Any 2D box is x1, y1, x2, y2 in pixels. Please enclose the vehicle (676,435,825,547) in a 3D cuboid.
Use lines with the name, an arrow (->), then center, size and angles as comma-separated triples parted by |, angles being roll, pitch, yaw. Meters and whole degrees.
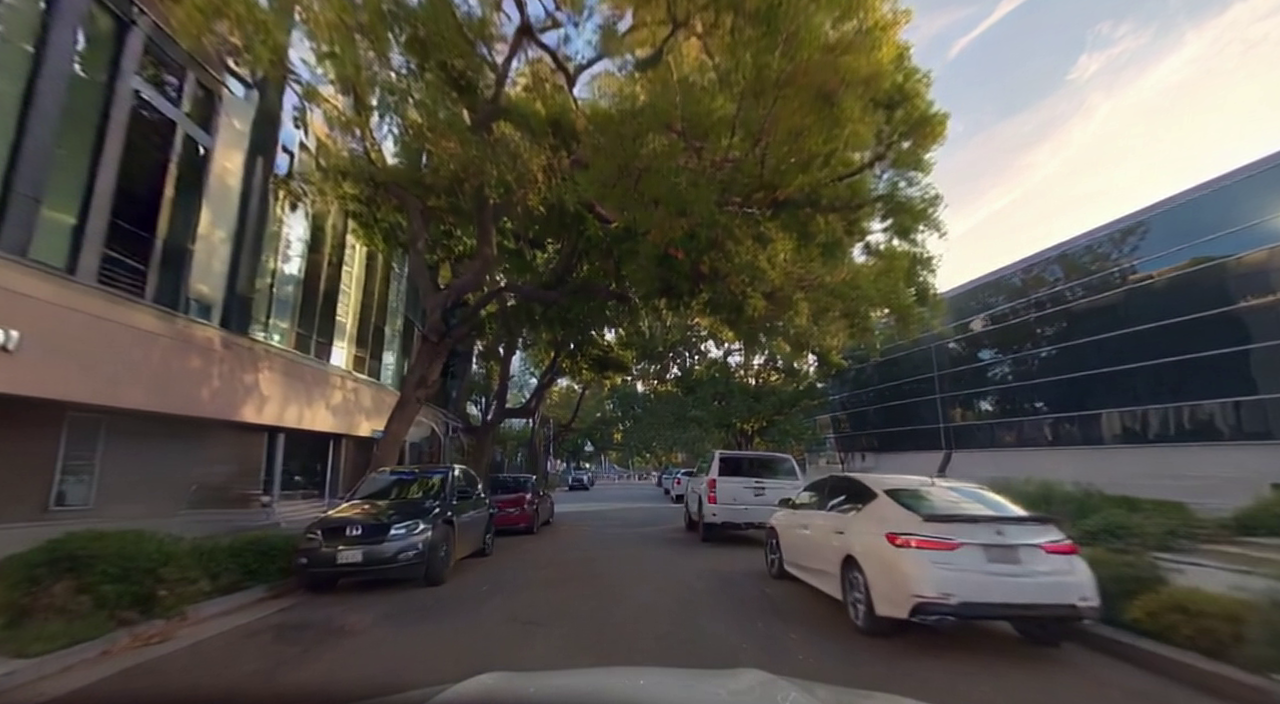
vehicle -> 2.146, 2.975, 13.916 | 2.242, 1.972, 4.898 | 1, -11, -2

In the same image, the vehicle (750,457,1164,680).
vehicle -> 2.592, 1.919, 6.645 | 1.815, 1.479, 4.498 | 1, -11, -3

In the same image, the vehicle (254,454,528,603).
vehicle -> -2.890, 2.196, 8.600 | 2.018, 1.461, 4.413 | 1, -11, -2

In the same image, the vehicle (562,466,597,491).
vehicle -> -3.719, 7.881, 39.326 | 2.002, 1.460, 4.201 | 1, -11, -3

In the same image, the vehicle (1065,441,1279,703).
vehicle -> 2.935, 0.812, 0.724 | 1.889, 1.482, 4.118 | 1, -11, -2
